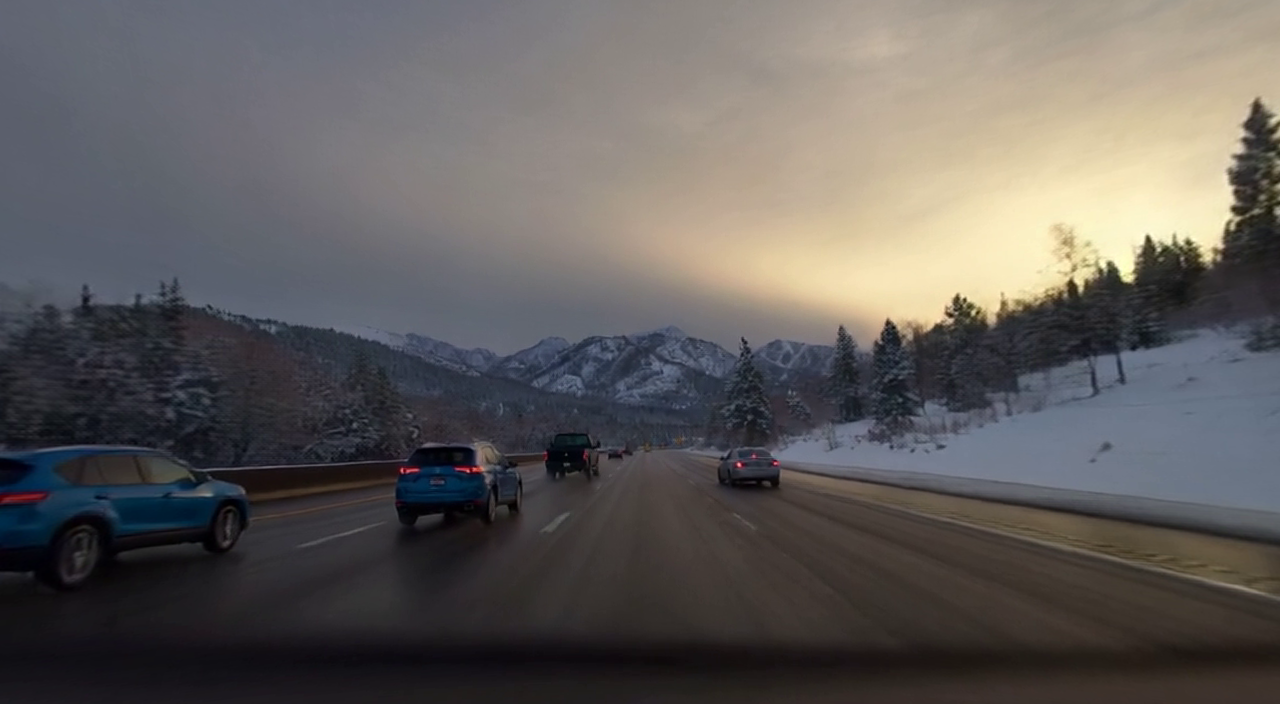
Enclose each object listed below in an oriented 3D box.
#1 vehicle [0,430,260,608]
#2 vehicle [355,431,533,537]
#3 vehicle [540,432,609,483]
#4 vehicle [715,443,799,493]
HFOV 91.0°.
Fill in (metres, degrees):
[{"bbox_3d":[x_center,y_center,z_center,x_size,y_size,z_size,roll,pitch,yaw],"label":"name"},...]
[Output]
[{"bbox_3d":[-7.000,1.799,7.421,2.084,1.639,4.648,0,-9,1],"label":"vehicle"},{"bbox_3d":[-3.591,2.488,12.509,2.080,1.716,4.207,0,-9,1],"label":"vehicle"},{"bbox_3d":[-2.934,4.921,29.667,2.494,2.136,5.539,0,-9,2],"label":"vehicle"},{"bbox_3d":[4.020,4.073,22.527,2.071,1.570,4.637,0,-9,-1],"label":"vehicle"}]
